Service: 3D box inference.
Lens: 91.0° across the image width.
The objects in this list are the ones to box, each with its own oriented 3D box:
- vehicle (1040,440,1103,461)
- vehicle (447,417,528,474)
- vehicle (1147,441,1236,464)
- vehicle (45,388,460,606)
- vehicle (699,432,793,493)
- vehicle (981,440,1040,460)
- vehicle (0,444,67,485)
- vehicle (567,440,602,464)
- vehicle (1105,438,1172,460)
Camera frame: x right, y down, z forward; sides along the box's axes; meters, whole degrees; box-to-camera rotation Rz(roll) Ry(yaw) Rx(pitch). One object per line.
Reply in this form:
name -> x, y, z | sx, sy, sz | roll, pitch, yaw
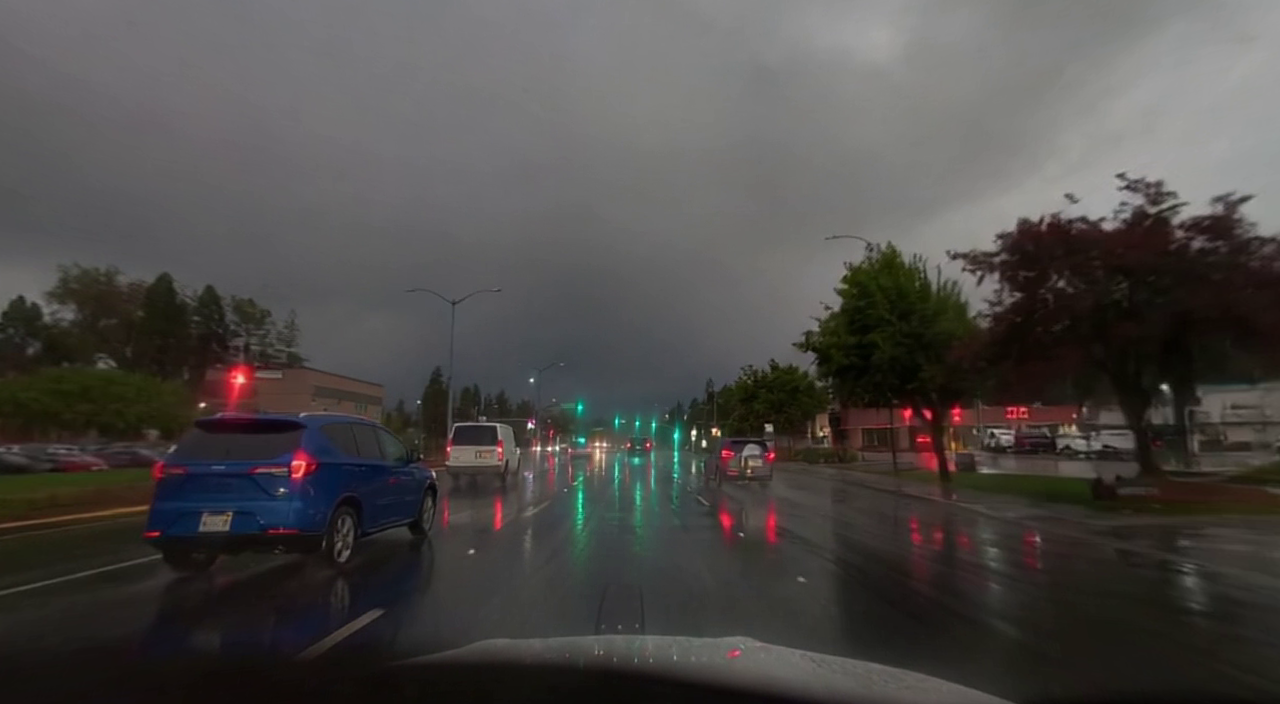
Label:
vehicle -> 33.200, 7.611, 48.576 | 1.817, 1.503, 4.238 | 0, -9, -1
vehicle -> -7.648, 4.831, 32.444 | 2.863, 2.592, 6.410 | 1, -9, -3
vehicle -> 43.209, 7.878, 49.543 | 1.980, 1.596, 5.674 | -1, -8, 1
vehicle -> -3.756, 1.495, 7.311 | 2.038, 1.748, 4.303 | 0, -9, 0
vehicle -> 3.375, 3.648, 21.150 | 2.167, 1.792, 4.835 | 1, -9, -2
vehicle -> 28.095, 7.434, 47.886 | 1.760, 1.431, 4.343 | 0, -9, -2
vehicle -> -29.963, 5.255, 29.551 | 4.126, 1.850, 1.972 | 0, -9, 2
vehicle -> -4.091, 7.519, 47.320 | 2.133, 1.677, 4.727 | 0, -9, 0
vehicle -> 38.142, 7.434, 48.286 | 1.812, 1.641, 3.875 | 1, -9, -3
